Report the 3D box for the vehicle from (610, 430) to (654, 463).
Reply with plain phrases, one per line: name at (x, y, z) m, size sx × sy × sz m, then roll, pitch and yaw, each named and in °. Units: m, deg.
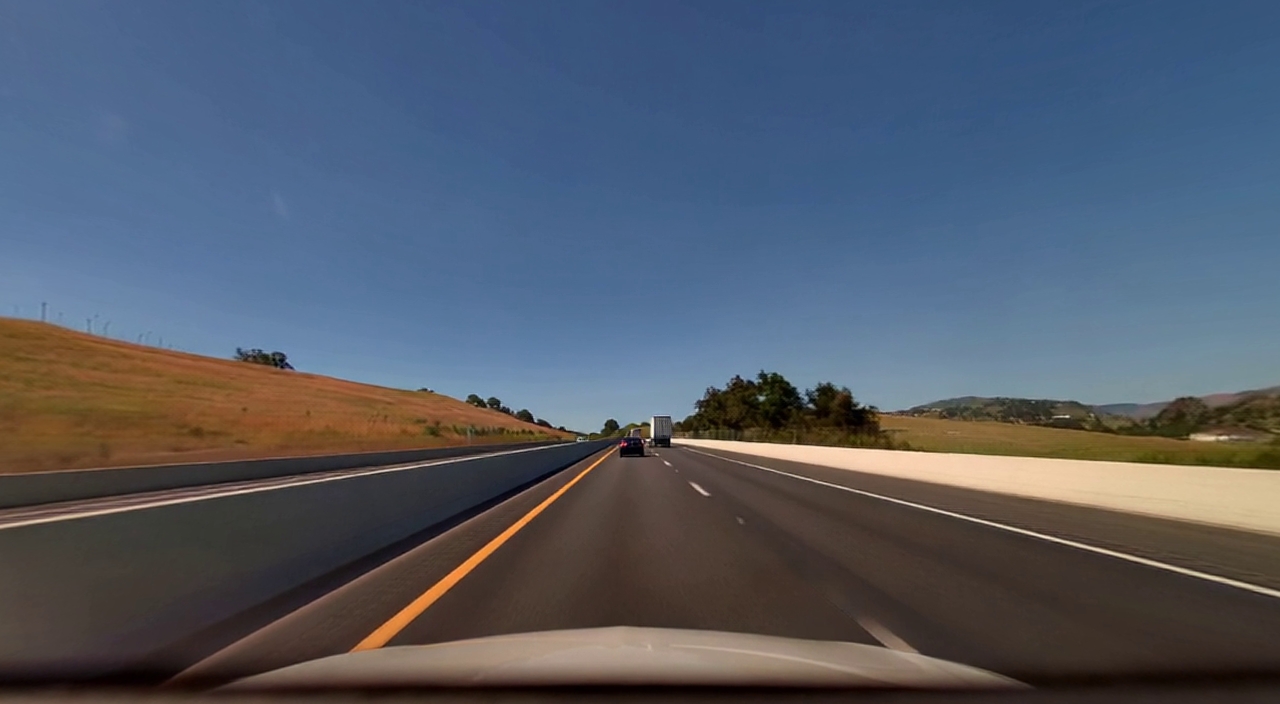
vehicle at (-0.446, 5.097, 34.092) m, size 2.216 × 1.623 × 4.220 m, roll 0°, pitch -8°, yaw -1°
